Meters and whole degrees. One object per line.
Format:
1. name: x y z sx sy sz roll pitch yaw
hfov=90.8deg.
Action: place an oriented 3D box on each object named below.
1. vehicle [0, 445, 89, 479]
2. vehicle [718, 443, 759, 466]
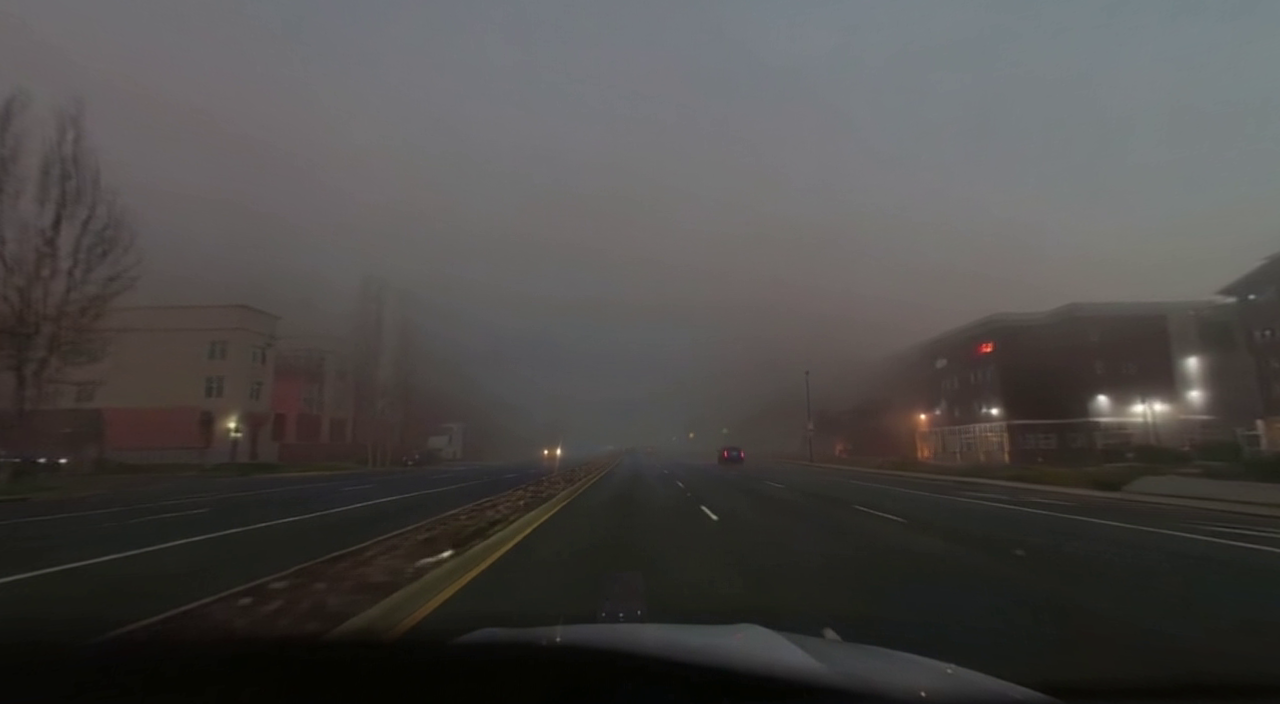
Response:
1. vehicle: -34.797 6.217 35.989 1.965 1.753 5.154 0 -9 2
2. vehicle: 6.500 6.836 42.129 1.916 1.437 4.327 0 -9 -2
